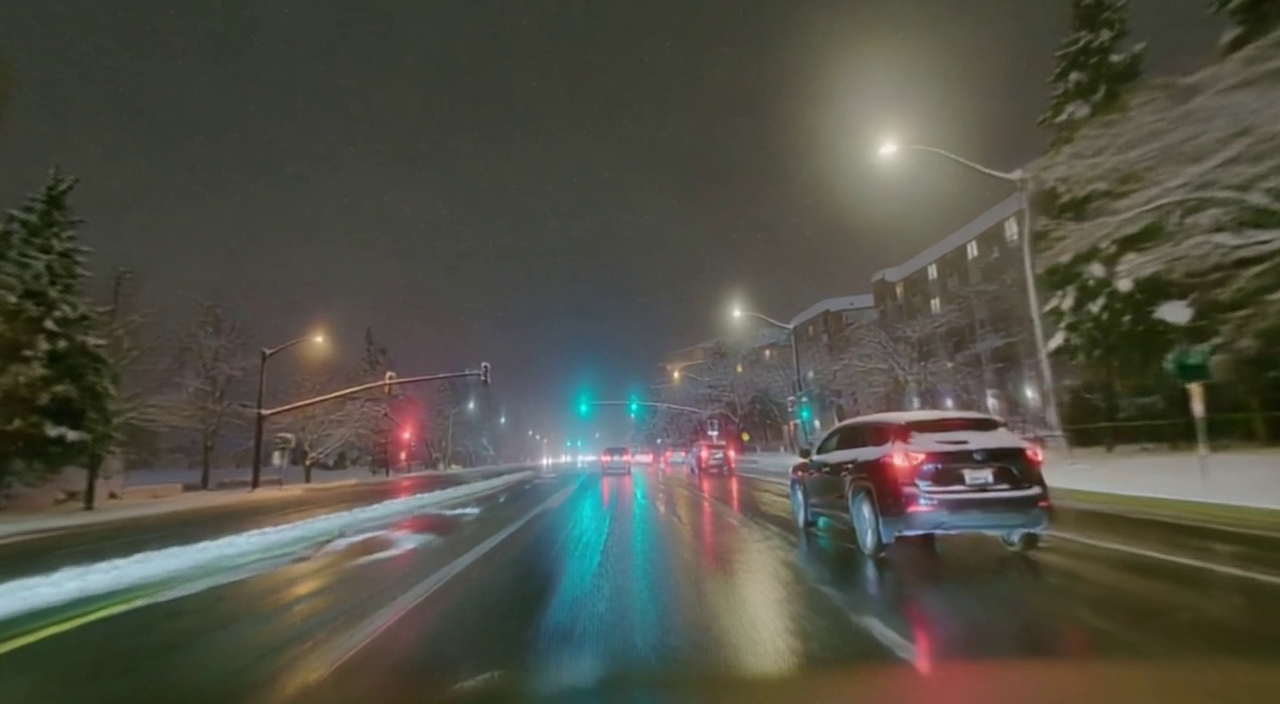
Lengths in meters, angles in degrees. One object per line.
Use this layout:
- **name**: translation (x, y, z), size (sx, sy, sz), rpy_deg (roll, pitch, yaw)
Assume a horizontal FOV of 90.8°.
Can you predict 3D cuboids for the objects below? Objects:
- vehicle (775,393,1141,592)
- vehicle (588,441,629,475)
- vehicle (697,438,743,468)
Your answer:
- **vehicle**: translation (3.229, 1.565, 7.788), size (1.893, 1.664, 4.670), rpy_deg (0, -9, -2)
- **vehicle**: translation (-1.698, 5.695, 34.019), size (2.101, 1.641, 4.341), rpy_deg (0, -9, -3)
- **vehicle**: translation (5.312, 6.820, 42.742), size (2.052, 1.886, 5.297), rpy_deg (0, -9, -4)
